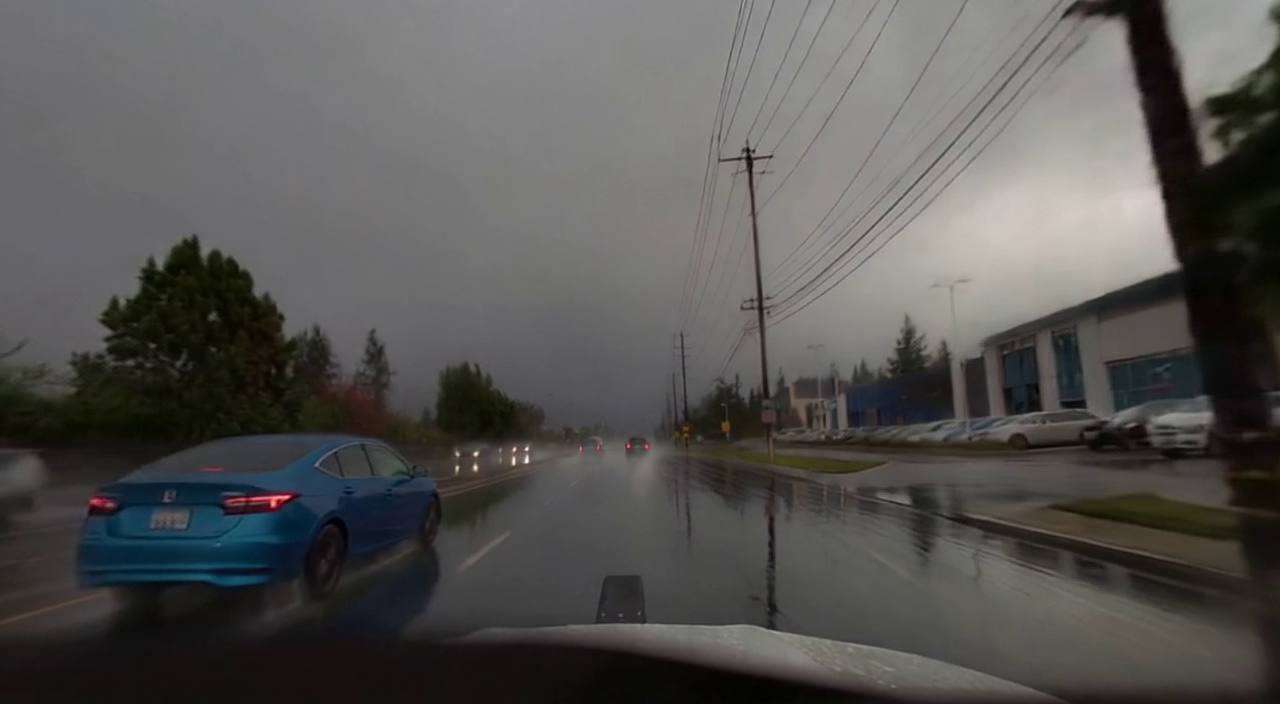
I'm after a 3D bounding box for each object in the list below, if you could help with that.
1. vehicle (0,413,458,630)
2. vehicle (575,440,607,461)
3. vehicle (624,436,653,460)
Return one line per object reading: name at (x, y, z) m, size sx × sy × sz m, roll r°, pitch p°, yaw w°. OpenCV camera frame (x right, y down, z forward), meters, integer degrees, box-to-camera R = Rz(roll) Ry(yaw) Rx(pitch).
vehicle at (-3.599, 1.532, 6.780) m, size 1.928 × 1.488 × 4.635 m, roll 0°, pitch -9°, yaw 0°
vehicle at (-3.696, 7.521, 48.164) m, size 2.021 × 1.486 × 3.623 m, roll -1°, pitch -9°, yaw 1°
vehicle at (-0.100, 7.523, 49.324) m, size 2.182 × 1.773 × 4.041 m, roll 0°, pitch -9°, yaw 0°
